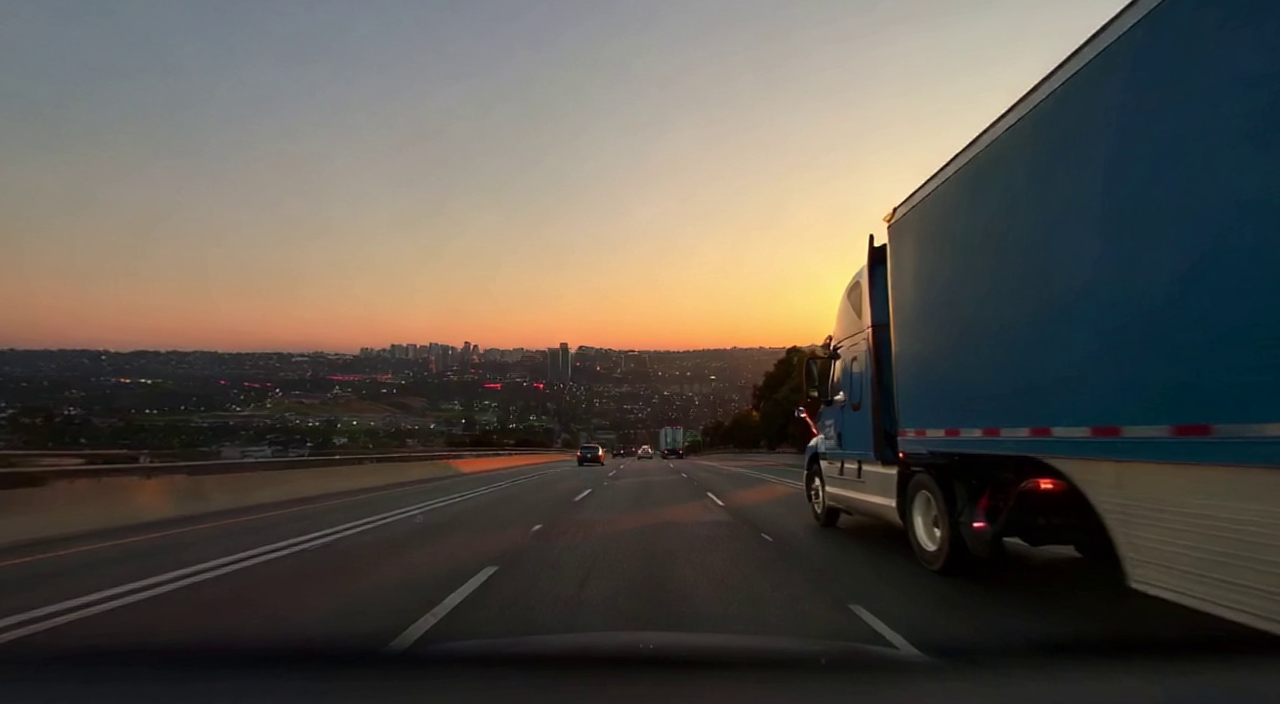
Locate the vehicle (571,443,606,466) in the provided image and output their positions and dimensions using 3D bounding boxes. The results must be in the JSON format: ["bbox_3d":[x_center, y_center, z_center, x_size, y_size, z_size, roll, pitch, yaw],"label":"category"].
[{"bbox_3d":[-3.731,7.490,46.181,2.113,1.548,4.532,0,-8,2],"label":"vehicle"}]
